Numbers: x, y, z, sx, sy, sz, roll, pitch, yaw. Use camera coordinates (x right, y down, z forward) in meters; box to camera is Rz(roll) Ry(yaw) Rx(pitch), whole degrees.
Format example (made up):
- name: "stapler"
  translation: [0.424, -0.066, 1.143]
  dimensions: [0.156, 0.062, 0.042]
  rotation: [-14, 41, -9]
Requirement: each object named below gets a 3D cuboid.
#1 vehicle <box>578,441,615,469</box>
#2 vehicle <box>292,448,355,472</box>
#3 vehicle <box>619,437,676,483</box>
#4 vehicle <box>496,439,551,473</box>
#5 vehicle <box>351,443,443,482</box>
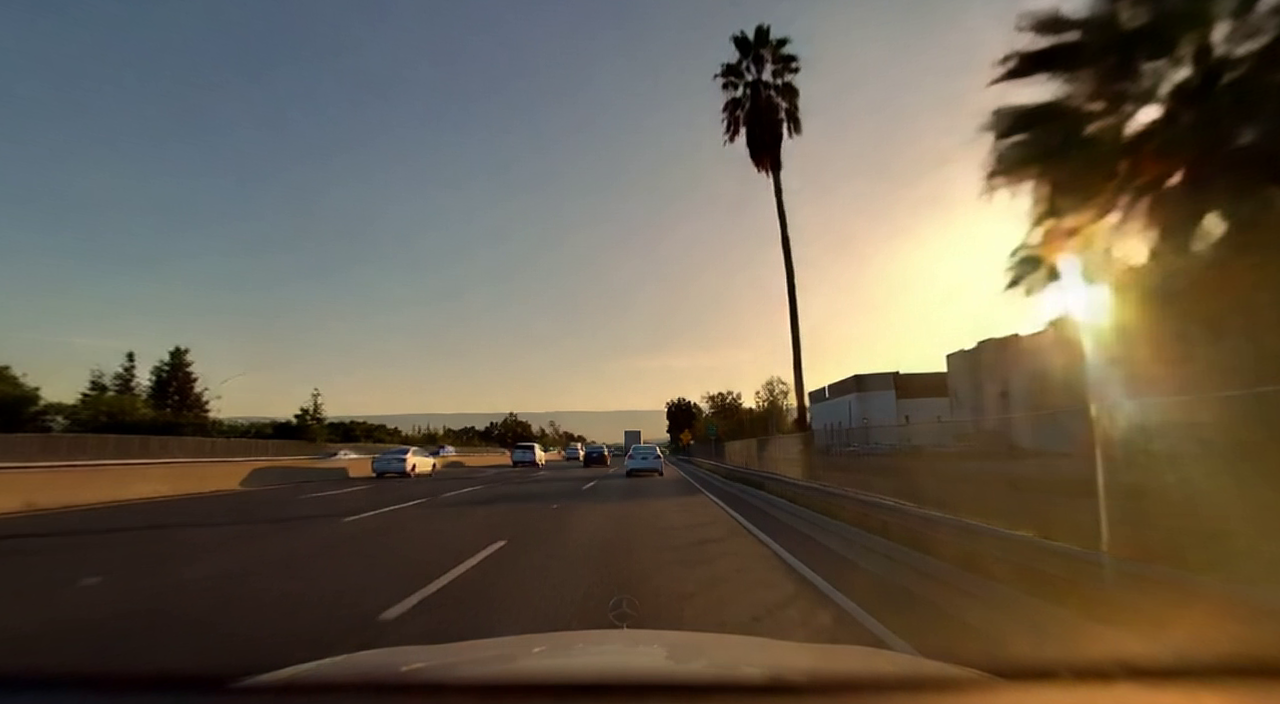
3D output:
- name: "vehicle"
  translation: [-2.974, 7.106, 43.878]
  dimensions: [2.108, 1.832, 4.549]
  rotation: [-1, -8, 2]
- name: "vehicle"
  translation: [-21.187, 7.230, 42.437]
  dimensions: [1.849, 1.470, 4.302]
  rotation: [-1, -8, 2]
- name: "vehicle"
  translation: [0.294, 4.289, 25.448]
  dimensions: [2.136, 1.678, 4.052]
  rotation: [0, -8, 1]
- name: "vehicle"
  translation: [-6.502, 5.868, 35.870]
  dimensions: [2.105, 1.790, 4.689]
  rotation: [0, -8, 2]
- name: "vehicle"
  translation: [-10.412, 4.754, 27.501]
  dimensions: [1.910, 1.501, 5.004]
  rotation: [-1, -8, 2]
